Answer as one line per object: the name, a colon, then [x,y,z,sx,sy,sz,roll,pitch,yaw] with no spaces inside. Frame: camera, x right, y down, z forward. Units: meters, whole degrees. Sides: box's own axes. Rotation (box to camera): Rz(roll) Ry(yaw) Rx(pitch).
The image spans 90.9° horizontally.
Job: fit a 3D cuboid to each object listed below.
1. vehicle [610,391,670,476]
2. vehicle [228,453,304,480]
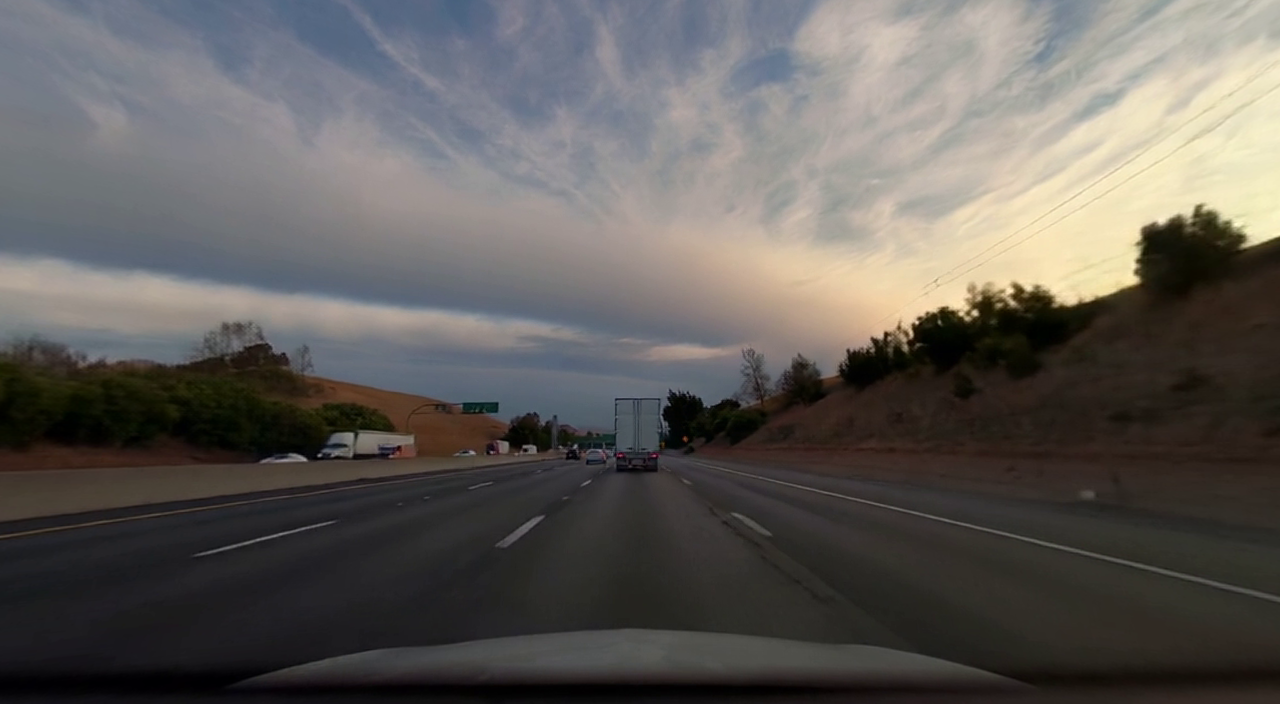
vehicle: [-0.143,4.862,36.540,2.875,4.056,12.312,0,-9,-1]
vehicle: [-22.335,6.840,37.811,1.893,1.467,4.422,0,-9,-1]
